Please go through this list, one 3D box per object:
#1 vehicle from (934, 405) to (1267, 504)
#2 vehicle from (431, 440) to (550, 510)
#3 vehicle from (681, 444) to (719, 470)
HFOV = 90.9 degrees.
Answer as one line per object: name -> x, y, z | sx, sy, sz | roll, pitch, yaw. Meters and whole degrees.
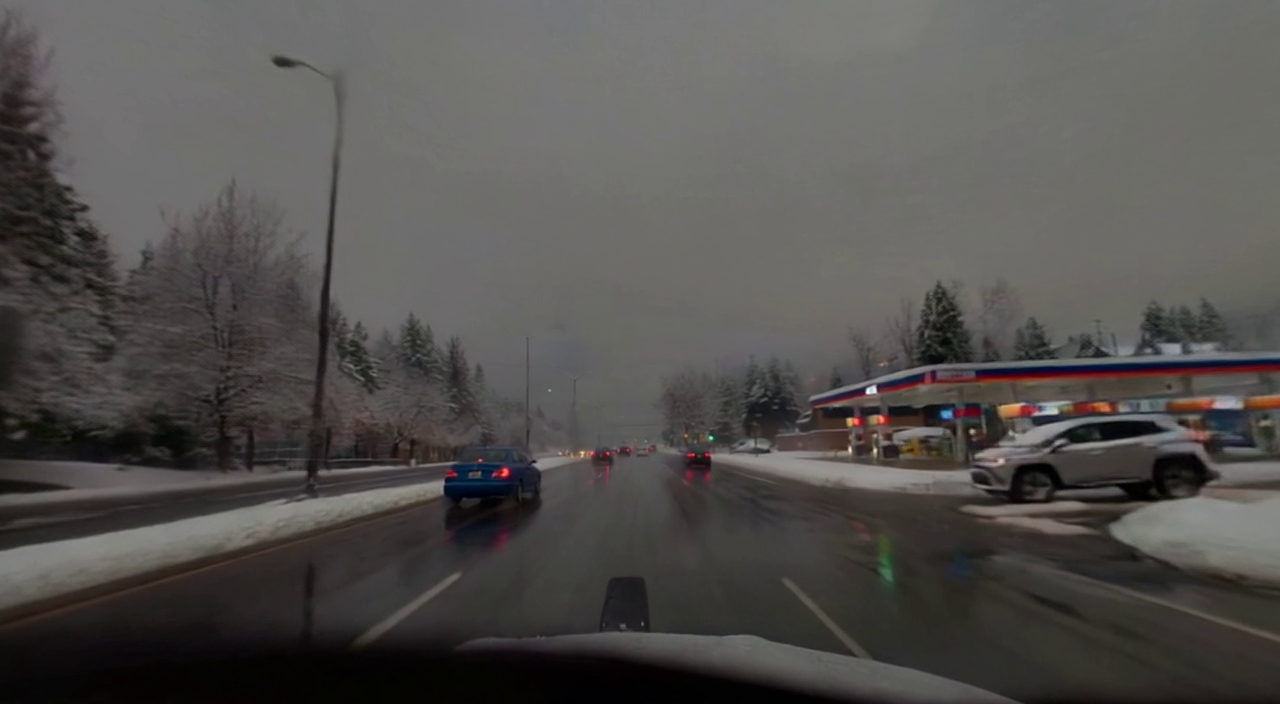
vehicle -> 10.603, 2.436, 15.008 | 5.931, 1.872, 2.264 | -3, -9, 3
vehicle -> -3.485, 2.939, 15.603 | 1.803, 1.463, 4.422 | 0, -8, 1
vehicle -> 3.615, 6.366, 38.387 | 1.883, 1.465, 3.975 | 0, -8, -1
